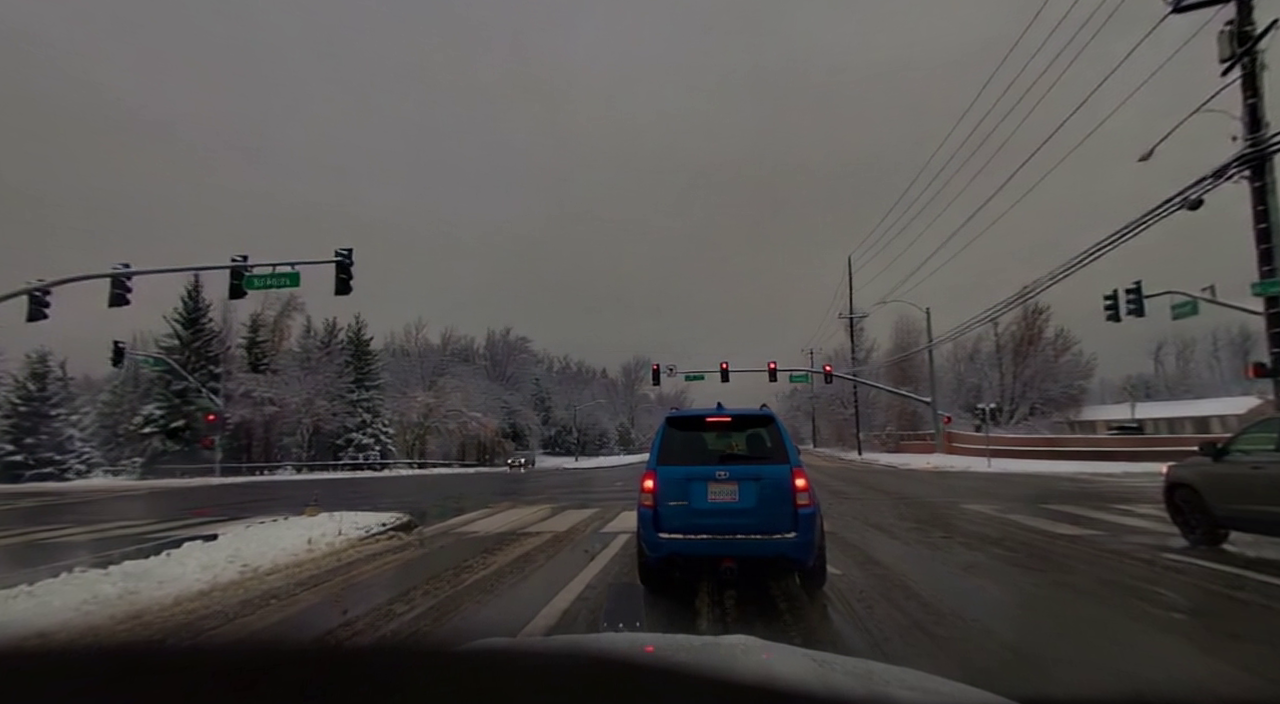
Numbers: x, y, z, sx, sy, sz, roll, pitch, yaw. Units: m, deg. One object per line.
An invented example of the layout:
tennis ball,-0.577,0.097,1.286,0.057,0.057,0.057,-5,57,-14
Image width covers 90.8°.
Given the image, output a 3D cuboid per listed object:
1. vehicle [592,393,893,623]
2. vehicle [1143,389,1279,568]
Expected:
vehicle,0.976,1.521,7.081,2.285,1.729,4.252,-1,-9,6
vehicle,7.597,1.216,5.960,2.119,1.827,4.806,-1,-9,7
